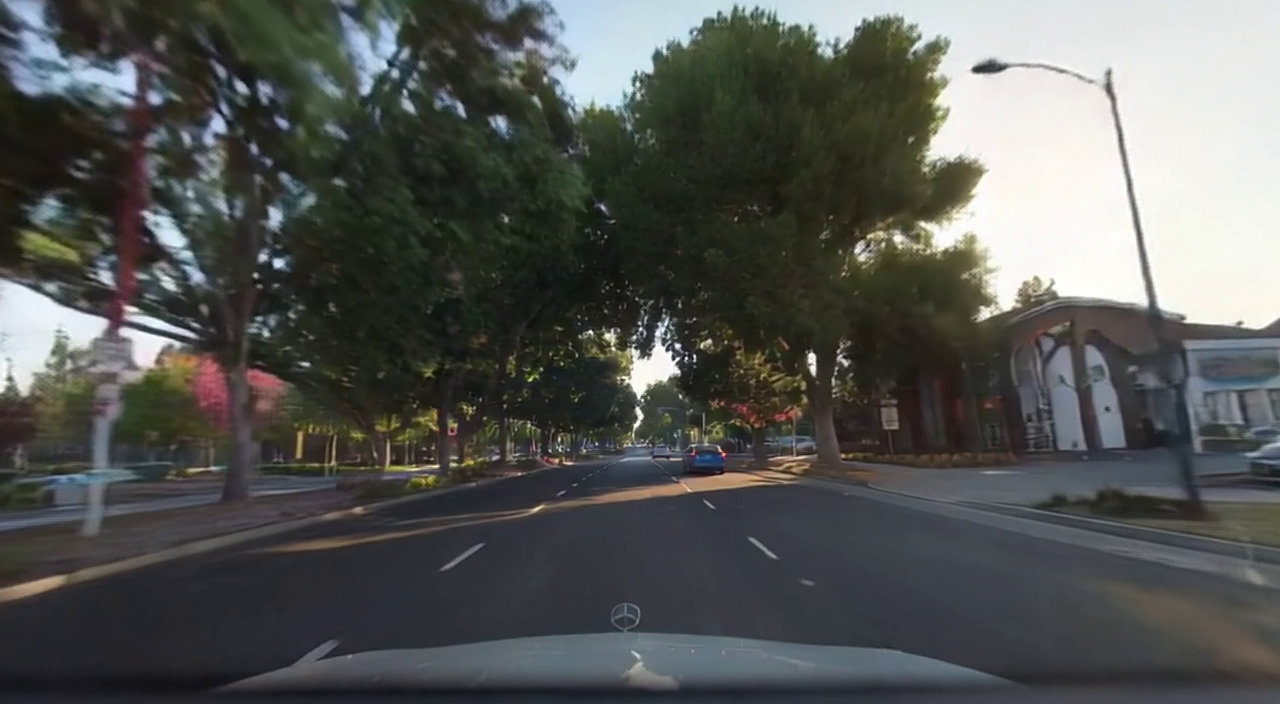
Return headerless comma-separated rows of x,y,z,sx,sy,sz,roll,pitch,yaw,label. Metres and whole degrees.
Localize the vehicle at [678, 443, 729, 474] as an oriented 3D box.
3.196,5.462,32.678,2.033,1.482,4.571,0,-8,-2,vehicle
